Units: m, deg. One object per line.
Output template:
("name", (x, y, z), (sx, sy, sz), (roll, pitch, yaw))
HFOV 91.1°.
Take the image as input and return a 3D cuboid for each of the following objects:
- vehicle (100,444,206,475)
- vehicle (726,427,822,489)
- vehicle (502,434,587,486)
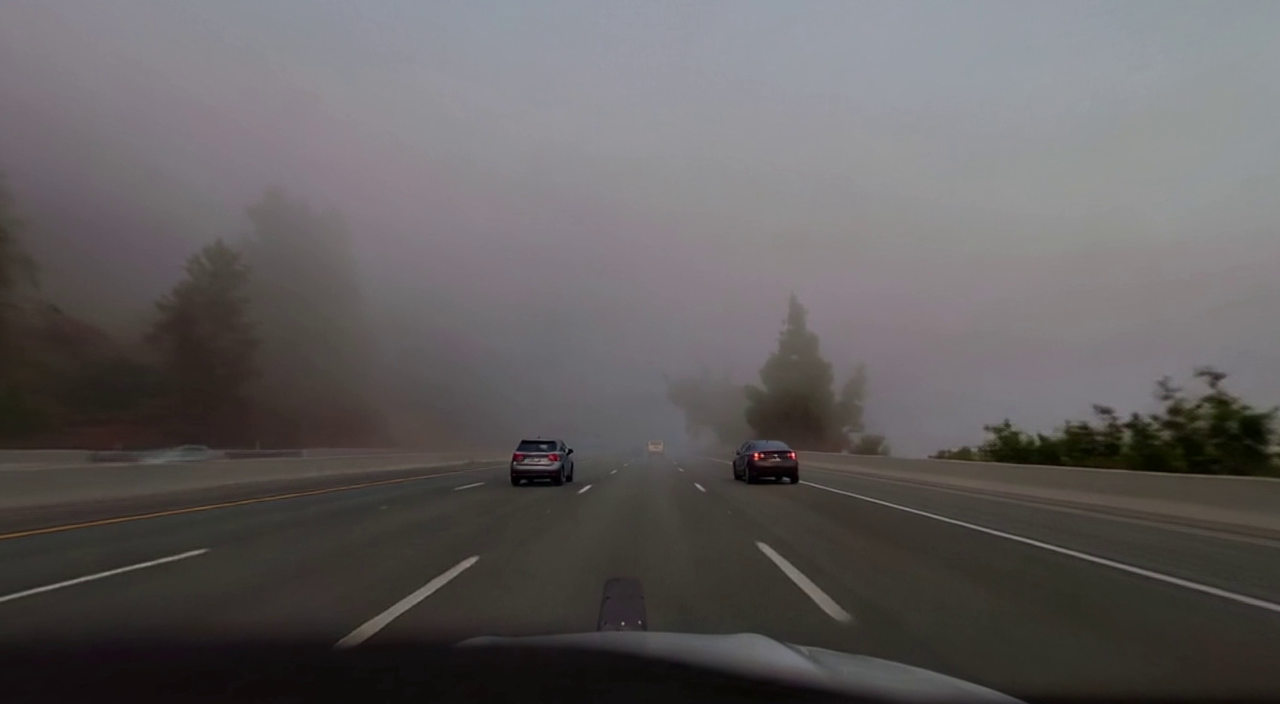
("vehicle", (-25.034, 5.508, 32.506), (1.801, 1.472, 4.519), (0, -8, 2))
("vehicle", (4.191, 3.397, 20.448), (2.149, 1.796, 4.487), (0, -8, 0))
("vehicle", (-3.174, 3.695, 21.818), (2.166, 1.608, 4.297), (0, -8, 2))
